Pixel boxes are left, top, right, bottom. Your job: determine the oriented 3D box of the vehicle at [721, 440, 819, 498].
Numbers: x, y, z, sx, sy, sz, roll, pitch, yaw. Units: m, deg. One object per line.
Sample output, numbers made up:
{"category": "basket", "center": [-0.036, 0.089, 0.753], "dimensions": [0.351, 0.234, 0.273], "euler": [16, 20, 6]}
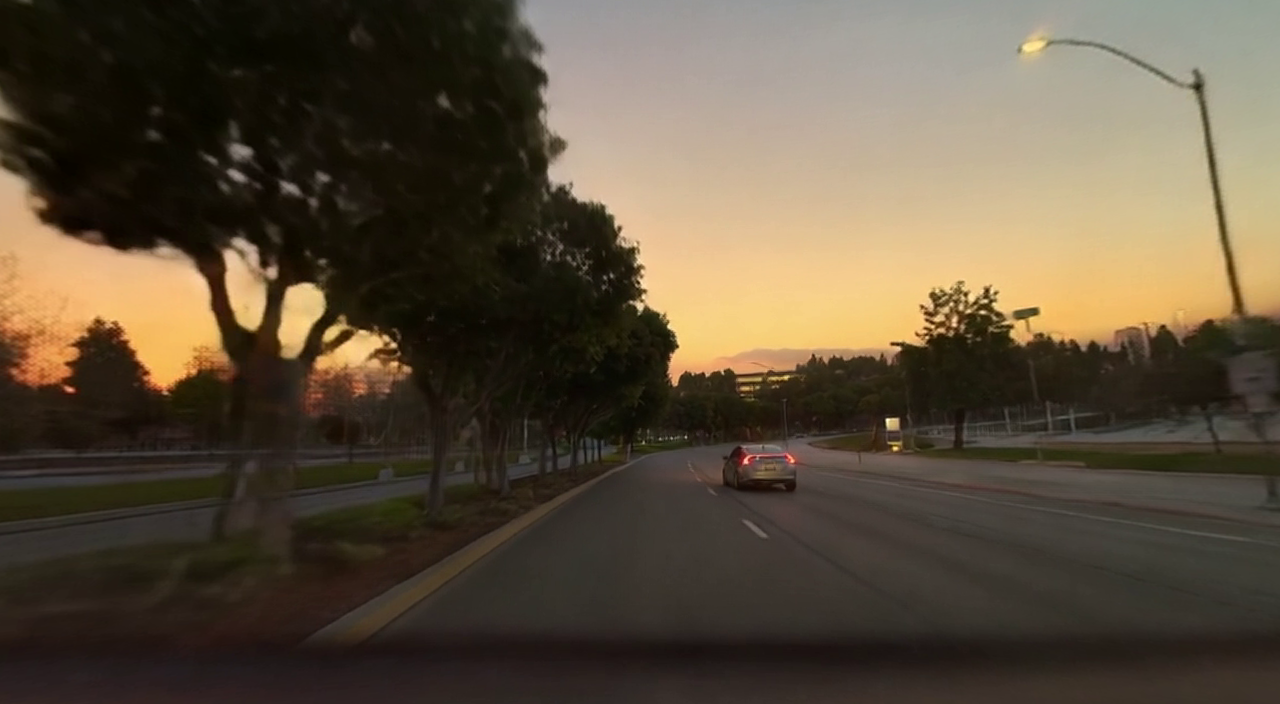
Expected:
{"category": "vehicle", "center": [3.657, 3.365, 18.624], "dimensions": [1.928, 1.481, 4.453], "euler": [0, -9, 0]}
